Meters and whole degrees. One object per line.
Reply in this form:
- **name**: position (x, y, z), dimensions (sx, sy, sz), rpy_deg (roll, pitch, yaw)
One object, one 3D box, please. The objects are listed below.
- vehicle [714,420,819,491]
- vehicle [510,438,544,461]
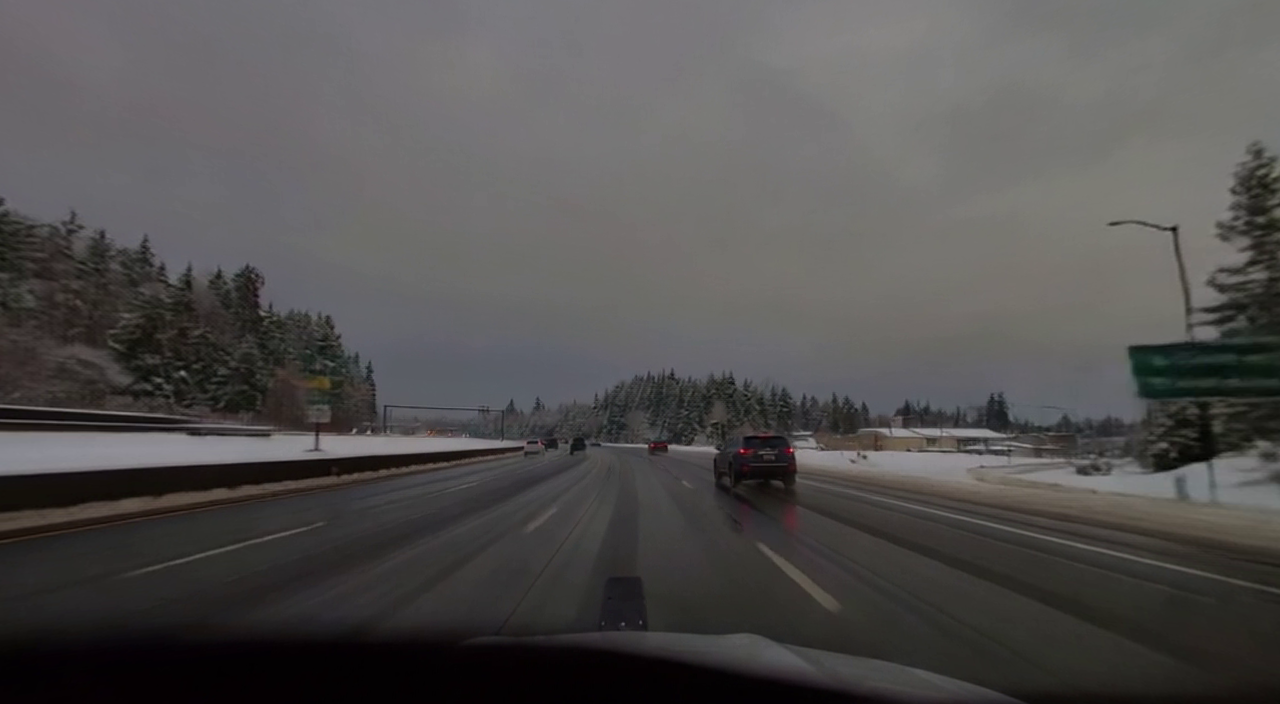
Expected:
- **vehicle**: position (3.524, 2.992, 18.509), dimensions (2.043, 1.795, 4.347), rpy_deg (0, -8, -2)
- **vehicle**: position (-8.851, 7.666, 49.637), dimensions (2.064, 1.645, 4.286), rpy_deg (0, -8, -3)
